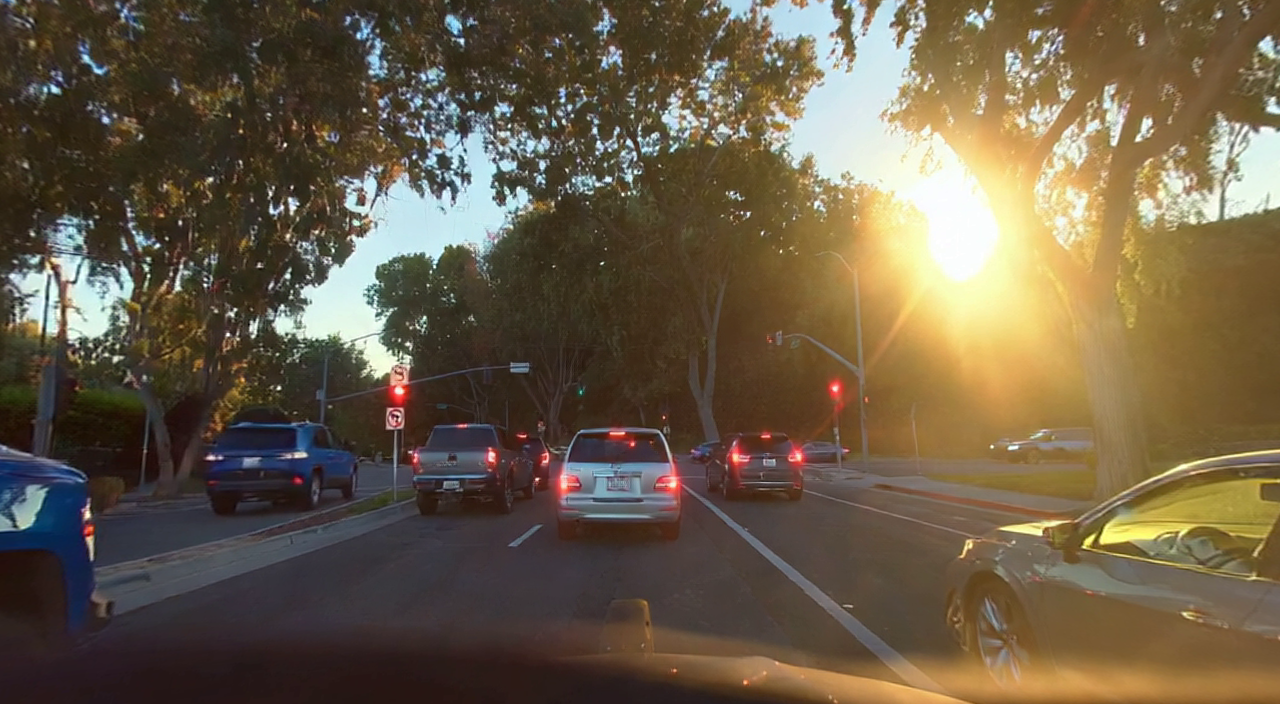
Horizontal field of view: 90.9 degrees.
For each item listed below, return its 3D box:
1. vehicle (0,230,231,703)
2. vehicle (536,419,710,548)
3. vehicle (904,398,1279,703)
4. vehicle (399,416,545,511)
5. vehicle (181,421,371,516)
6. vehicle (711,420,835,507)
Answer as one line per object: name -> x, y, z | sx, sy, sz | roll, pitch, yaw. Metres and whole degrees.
vehicle -> -3.488, 0.348, 0.315 | 2.656, 2.021, 5.800 | 0, -8, 0
vehicle -> -0.229, 1.941, 9.874 | 2.194, 1.607, 3.690 | 0, -8, 0
vehicle -> 3.014, 0.963, 2.512 | 1.874, 1.477, 4.698 | 0, -8, 0
vehicle -> -3.642, 2.522, 14.659 | 2.089, 1.857, 4.488 | 0, -8, 1
vehicle -> -8.109, 2.618, 14.727 | 2.256, 1.799, 4.831 | 1, -9, -10
vehicle -> 3.121, 2.738, 15.904 | 2.102, 1.841, 4.587 | 0, -8, 0
